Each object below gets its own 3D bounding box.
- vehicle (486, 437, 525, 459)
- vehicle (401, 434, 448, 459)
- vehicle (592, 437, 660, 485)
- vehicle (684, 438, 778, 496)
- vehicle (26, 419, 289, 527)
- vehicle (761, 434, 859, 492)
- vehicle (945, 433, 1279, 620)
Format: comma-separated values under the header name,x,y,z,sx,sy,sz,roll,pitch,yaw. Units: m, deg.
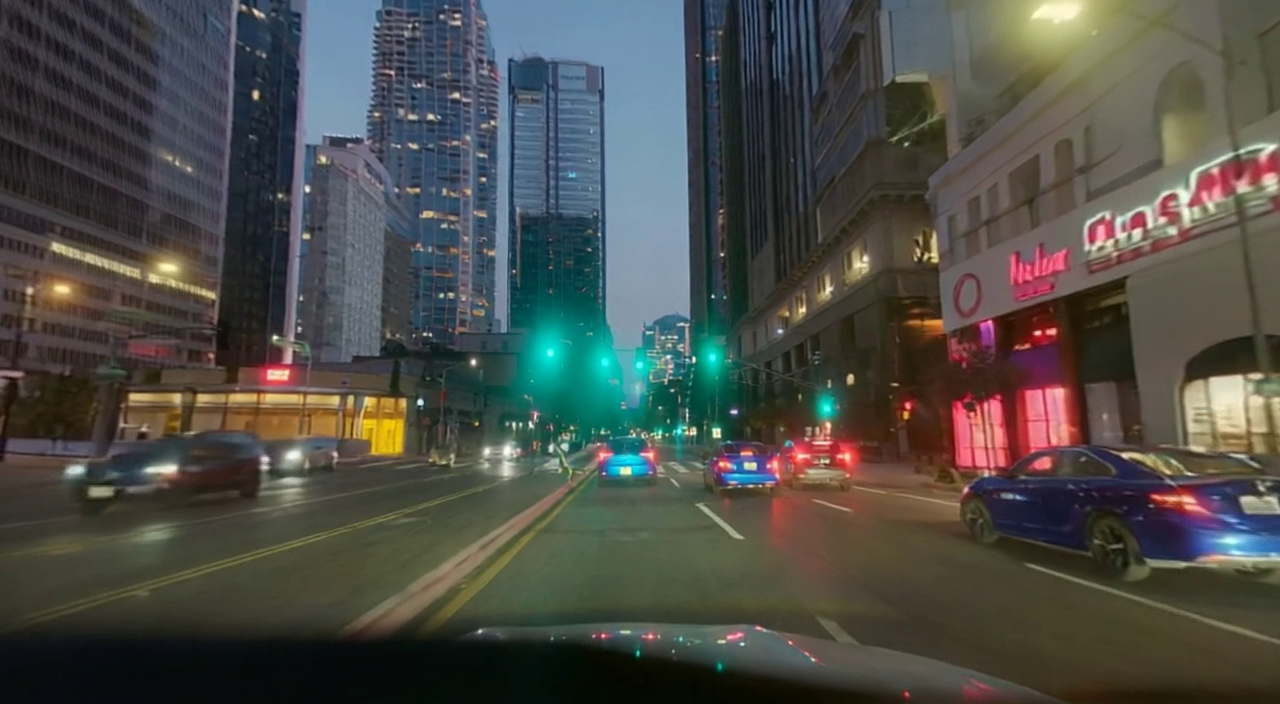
name,x,y,z,sx,sy,sz,roll,pitch,yaw
vehicle,-10.033,7.220,47.440,1.960,1.568,4.511,0,-9,0
vehicle,-15.639,6.900,46.162,1.932,1.760,4.422,0,-9,-1
vehicle,-0.460,3.666,21.497,2.096,1.457,4.160,0,-8,-1
vehicle,2.492,3.291,18.485,1.987,1.484,4.427,0,-9,-2
vehicle,-9.349,2.356,12.873,1.827,1.787,4.474,0,-9,-1
vehicle,5.648,3.739,21.656,2.015,1.745,4.444,0,-9,-2
vehicle,5.774,1.754,7.468,1.914,1.484,4.639,0,-9,-2
